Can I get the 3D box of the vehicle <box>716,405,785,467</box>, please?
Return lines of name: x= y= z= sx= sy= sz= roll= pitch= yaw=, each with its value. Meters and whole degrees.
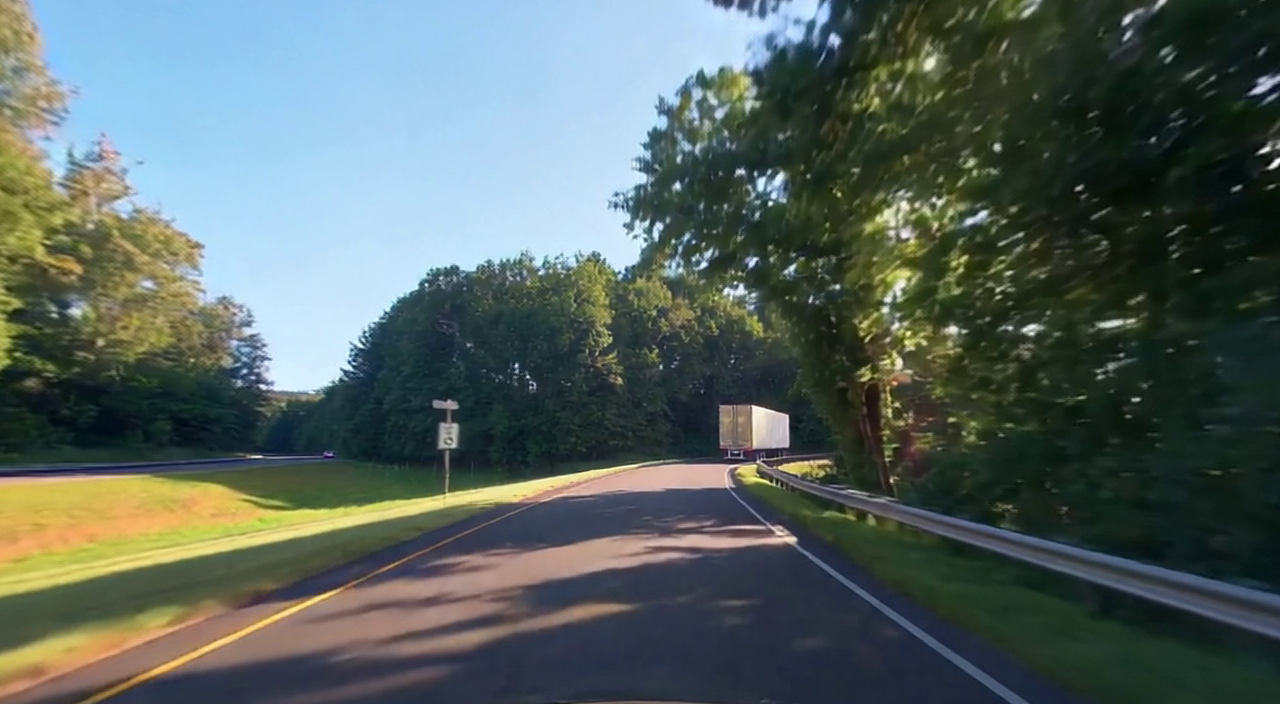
vehicle: x=8.993 y=6.749 z=49.541 sx=3.087 sy=4.178 sz=13.682 roll=-3 pitch=-9 yaw=19
